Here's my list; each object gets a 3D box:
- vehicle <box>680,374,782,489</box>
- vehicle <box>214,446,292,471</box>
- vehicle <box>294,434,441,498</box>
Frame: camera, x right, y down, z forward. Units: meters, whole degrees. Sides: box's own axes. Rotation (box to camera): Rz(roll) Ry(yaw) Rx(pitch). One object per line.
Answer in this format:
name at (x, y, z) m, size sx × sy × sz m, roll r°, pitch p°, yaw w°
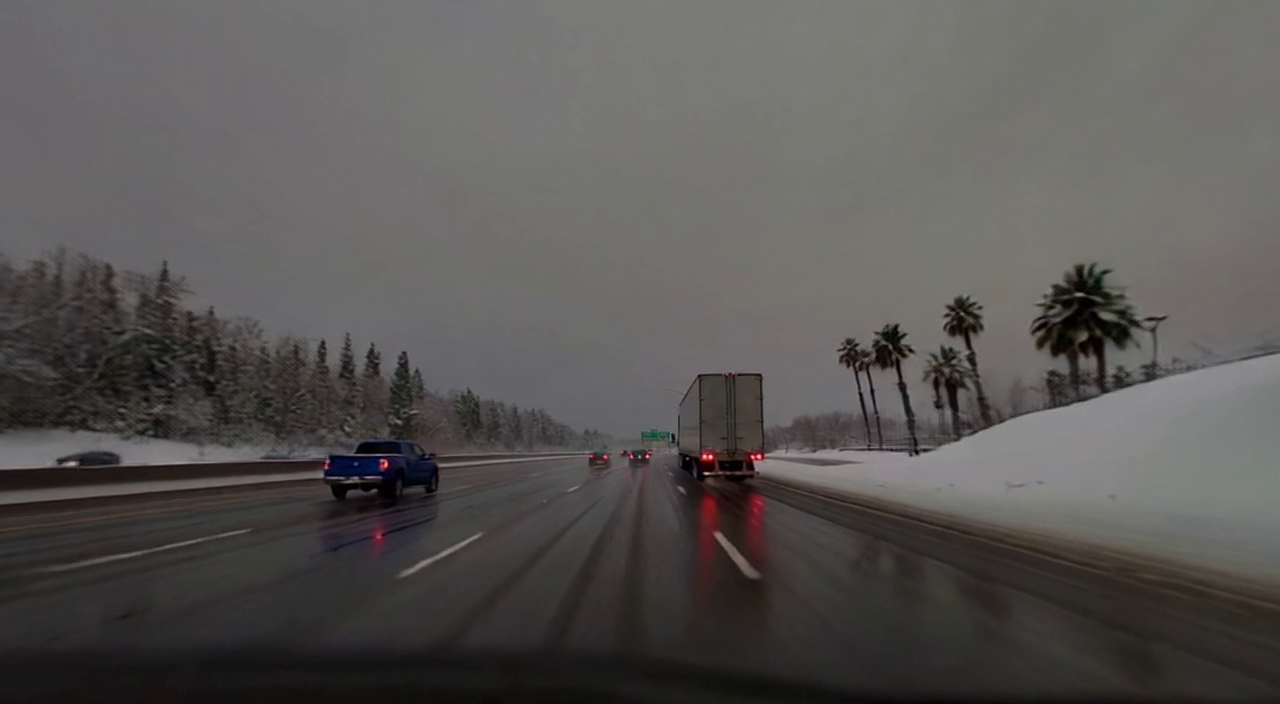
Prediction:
vehicle at (3.770, 4.049, 30.818) m, size 2.891 × 4.123 × 16.415 m, roll 0°, pitch -8°, yaw 1°
vehicle at (-24.701, 6.805, 40.433) m, size 1.915 × 1.537 × 4.691 m, roll 0°, pitch -9°, yaw 2°
vehicle at (-8.139, 3.450, 19.482) m, size 2.264 × 1.728 × 4.940 m, roll 0°, pitch -9°, yaw 1°
